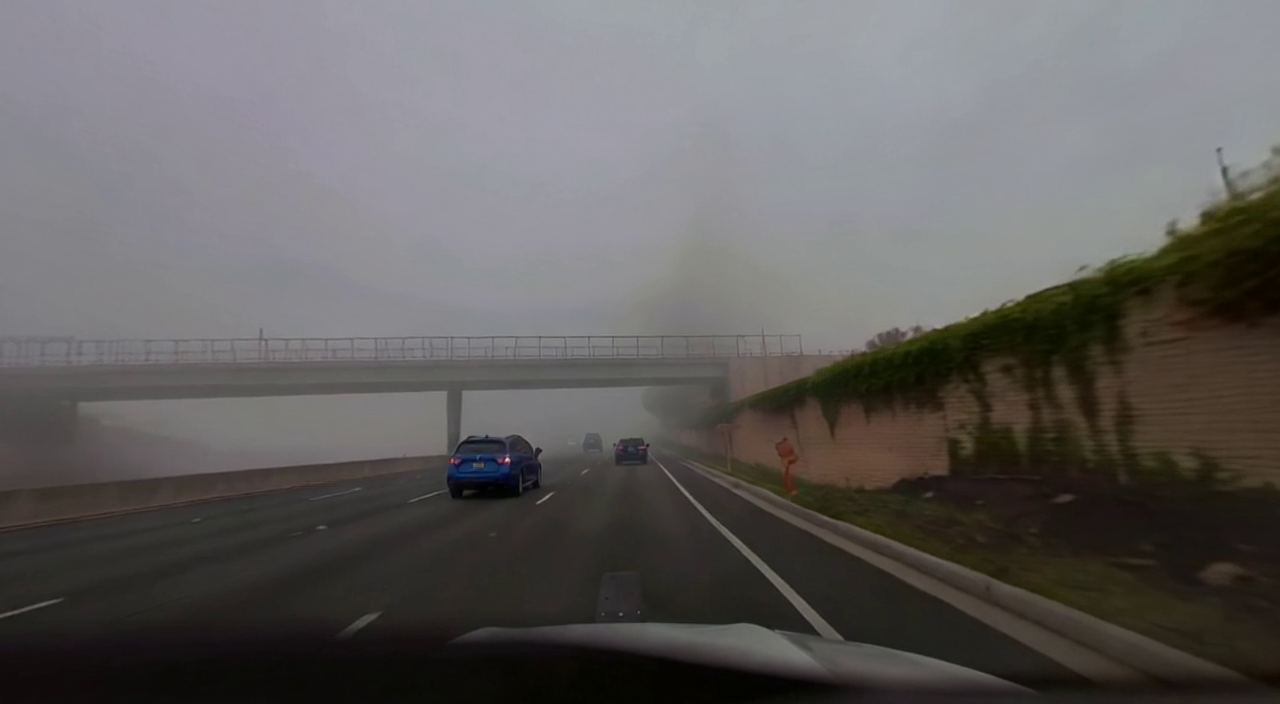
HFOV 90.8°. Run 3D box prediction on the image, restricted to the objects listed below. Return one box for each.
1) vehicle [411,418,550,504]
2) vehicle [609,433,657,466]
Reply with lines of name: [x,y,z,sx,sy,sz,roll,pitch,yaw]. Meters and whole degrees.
vehicle: [-3.738,2.674,15.842,2.223,1.771,4.581,-2,-8,1]
vehicle: [-0.342,4.886,31.754,2.205,1.509,4.272,0,-8,0]
